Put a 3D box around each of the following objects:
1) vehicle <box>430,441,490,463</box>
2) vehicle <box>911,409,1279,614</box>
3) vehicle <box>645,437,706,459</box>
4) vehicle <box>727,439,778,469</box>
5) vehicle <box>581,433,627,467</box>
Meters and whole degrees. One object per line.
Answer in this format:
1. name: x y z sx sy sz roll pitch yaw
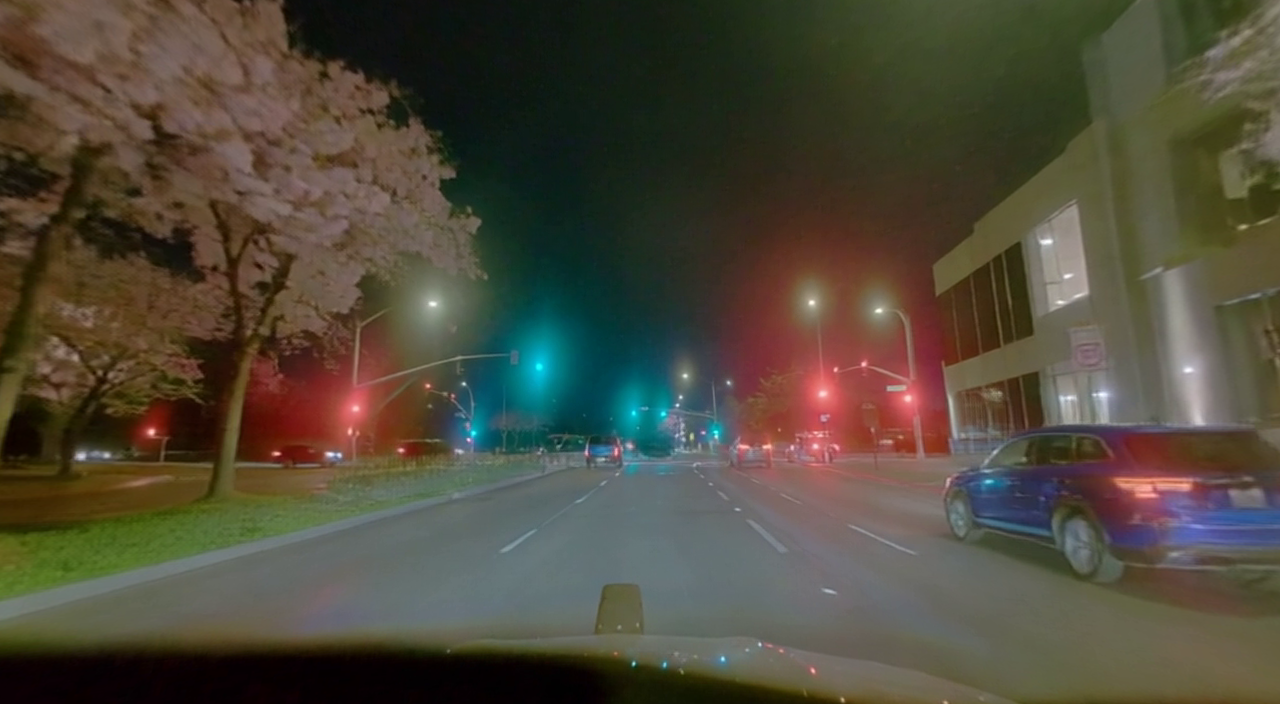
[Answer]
1. vehicle: -13.928 7.776 49.129 4.089 1.588 1.808 -1 -9 2
2. vehicle: 4.898 1.513 6.904 2.019 1.518 4.285 0 -9 1
3. vehicle: 2.664 7.311 48.059 4.520 1.640 1.825 -1 -9 3
4. vehicle: 5.830 5.344 33.292 2.007 1.466 4.291 -1 -9 2
5. vehicle: -1.891 5.353 34.501 1.995 1.703 4.367 -1 -9 4
